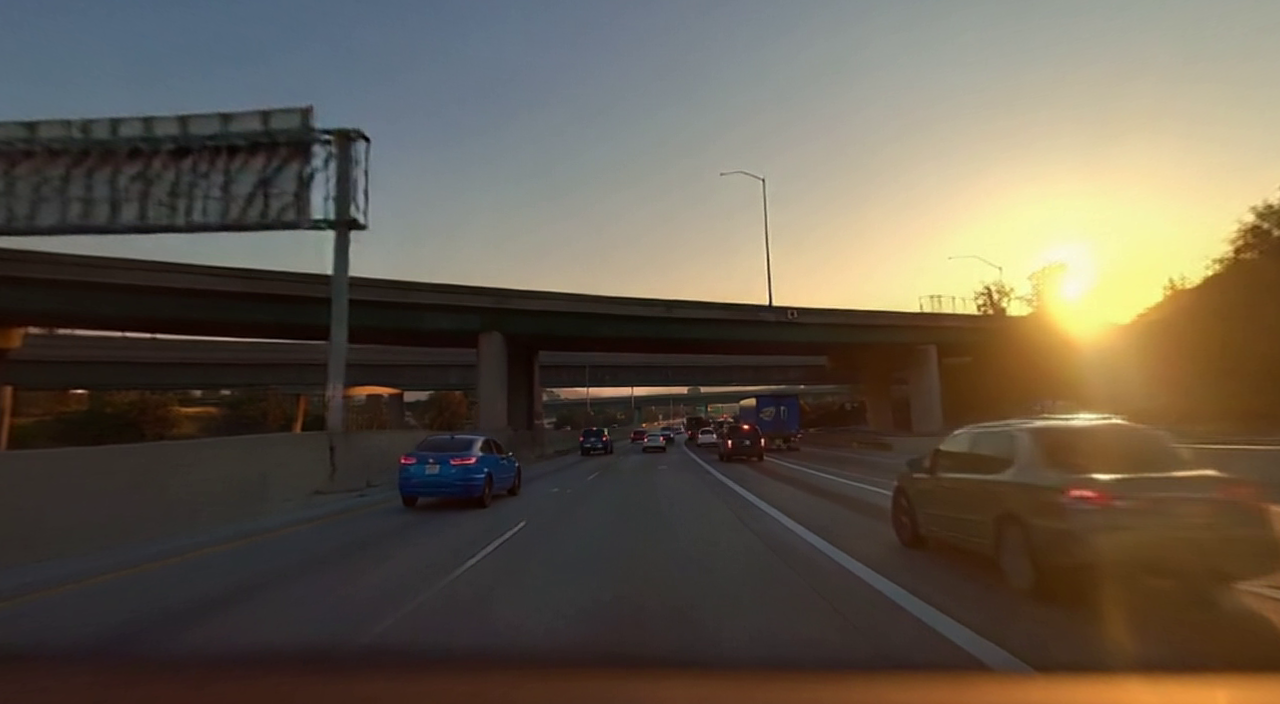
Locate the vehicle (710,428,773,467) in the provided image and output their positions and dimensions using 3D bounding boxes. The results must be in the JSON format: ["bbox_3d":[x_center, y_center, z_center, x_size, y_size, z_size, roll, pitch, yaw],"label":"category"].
[{"bbox_3d":[4.241,4.069,27.002,1.933,1.503,4.520,0,-8,0],"label":"vehicle"}]

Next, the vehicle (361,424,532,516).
[{"bbox_3d":[-3.542,2.243,12.531,1.914,1.476,4.416,-1,-8,1],"label":"vehicle"}]

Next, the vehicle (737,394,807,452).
[{"bbox_3d":[9.673,5.627,48.224,3.007,3.725,13.835,-1,-8,3],"label":"vehicle"}]

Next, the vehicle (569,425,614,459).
[{"bbox_3d":[-2.613,4.967,34.824,2.006,1.741,4.277,-1,-8,2],"label":"vehicle"}]

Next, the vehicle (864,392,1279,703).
[{"bbox_3d":[3.461,1.217,4.915,1.933,1.492,4.125,-1,-8,1],"label":"vehicle"}]

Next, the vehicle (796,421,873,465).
[{"bbox_3d":[8.553,4.078,28.196,2.072,1.761,4.461,-1,-8,1],"label":"vehicle"}]

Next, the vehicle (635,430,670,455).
[{"bbox_3d":[0.755,5.614,38.994,2.040,1.461,3.984,-1,-8,1],"label":"vehicle"}]
